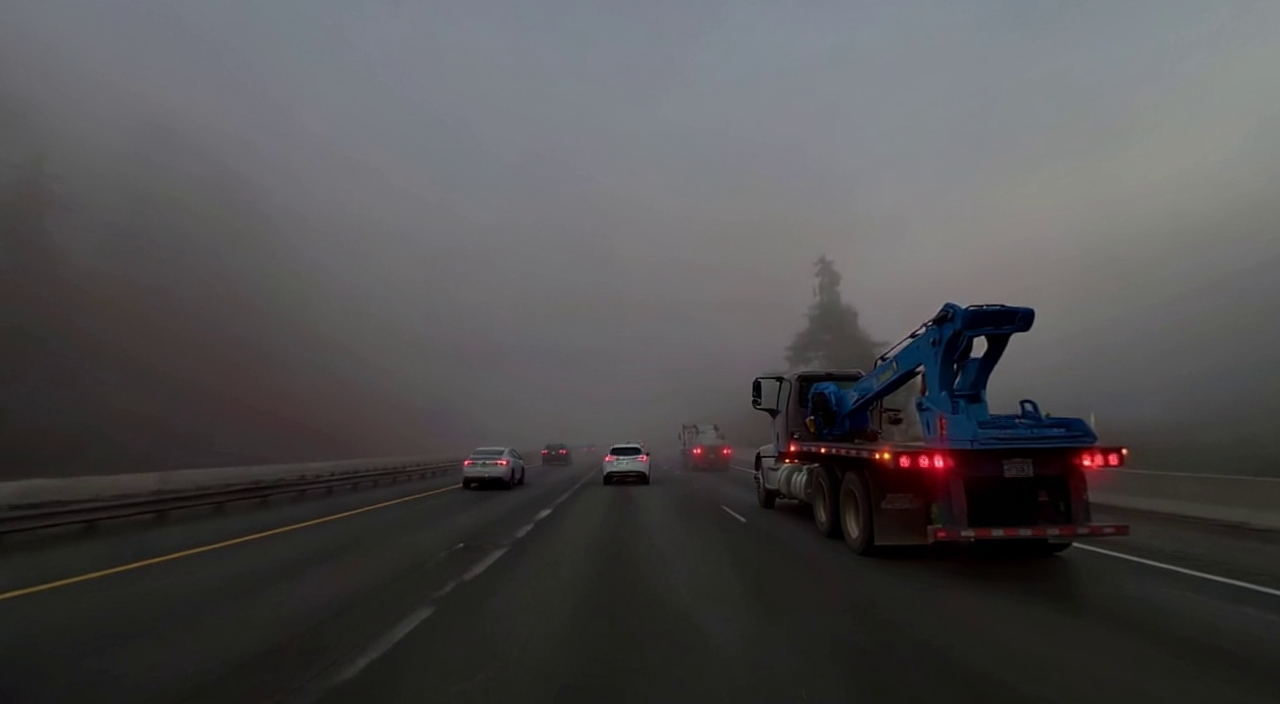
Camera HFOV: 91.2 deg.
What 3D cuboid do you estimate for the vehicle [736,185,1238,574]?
[{"bbox_3d":[3.753,0.815,9.985,2.975,3.618,8.456,0,-9,-1],"label":"vehicle"}]

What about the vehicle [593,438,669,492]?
[{"bbox_3d":[-0.305,3.507,19.716,2.150,1.498,3.988,0,-9,-1],"label":"vehicle"}]

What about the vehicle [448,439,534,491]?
[{"bbox_3d":[-4.806,3.711,20.815,1.858,1.527,3.974,0,-9,0],"label":"vehicle"}]

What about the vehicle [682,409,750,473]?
[{"bbox_3d":[3.648,4.541,31.759,2.416,2.829,7.016,0,-9,-1],"label":"vehicle"}]

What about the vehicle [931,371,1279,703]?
[{"bbox_3d":[3.930,0.900,2.597,2.599,1.631,5.693,0,-9,-1],"label":"vehicle"}]

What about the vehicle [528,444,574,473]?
[{"bbox_3d":[-4.923,5.973,35.323,1.924,1.481,4.264,0,-9,1],"label":"vehicle"}]
